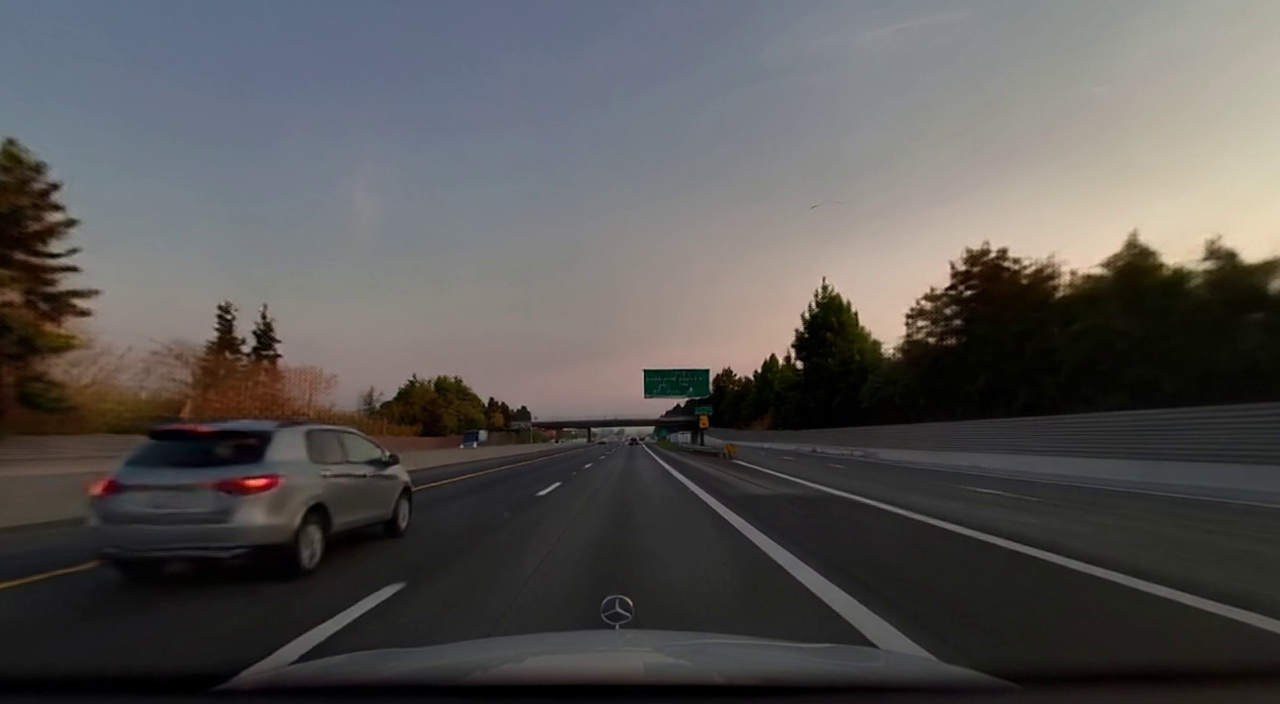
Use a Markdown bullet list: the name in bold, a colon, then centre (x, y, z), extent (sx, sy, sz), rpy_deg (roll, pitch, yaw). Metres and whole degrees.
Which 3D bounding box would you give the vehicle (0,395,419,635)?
- **vehicle**: centre (-4.105, 1.415, 6.548), extent (2.129, 1.641, 4.263), rpy_deg (0, -8, -1)
